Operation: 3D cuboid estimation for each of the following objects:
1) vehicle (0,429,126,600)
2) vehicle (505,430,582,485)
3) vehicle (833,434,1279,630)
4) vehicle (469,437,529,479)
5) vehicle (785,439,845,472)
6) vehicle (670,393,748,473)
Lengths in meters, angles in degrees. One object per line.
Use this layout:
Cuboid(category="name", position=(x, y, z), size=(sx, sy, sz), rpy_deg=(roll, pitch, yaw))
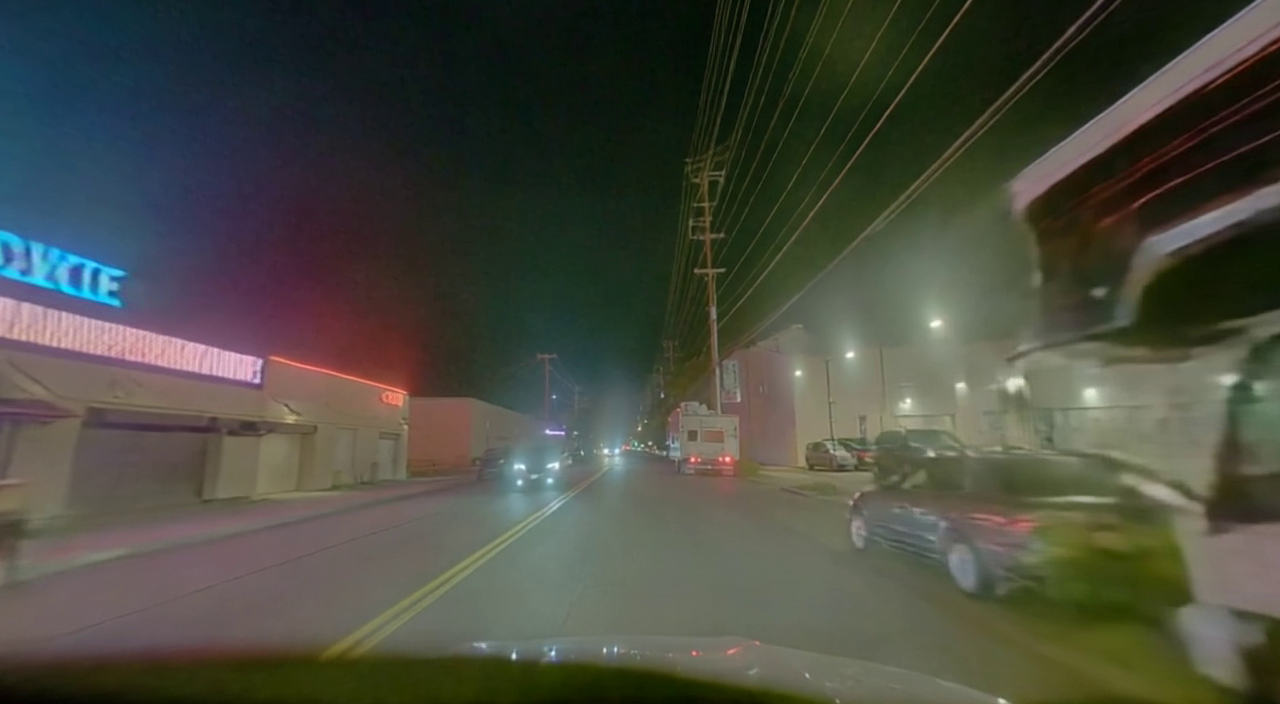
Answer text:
Cuboid(category="vehicle", position=(-7.879, 1.645, 6.053), size=(2.001, 1.830, 4.735), rpy_deg=(0, -8, -2))
Cuboid(category="vehicle", position=(-3.761, 4.232, 25.554), size=(2.307, 1.998, 4.734), rpy_deg=(0, -8, 1))
Cuboid(category="vehicle", position=(3.910, 1.707, 7.119), size=(1.970, 1.476, 4.405), rpy_deg=(0, -8, -1))
Cuboid(category="vehicle", position=(-8.093, 6.147, 36.793), size=(2.177, 2.075, 5.427), rpy_deg=(-4, -9, 0))
Cuboid(category="vehicle", position=(9.418, 5.591, 34.429), size=(2.039, 1.662, 4.304), rpy_deg=(0, -8, 0))
Cuboid(category="vehicle", position=(3.716, 4.857, 36.289), size=(3.029, 3.860, 7.726), rpy_deg=(-4, -11, -3))
